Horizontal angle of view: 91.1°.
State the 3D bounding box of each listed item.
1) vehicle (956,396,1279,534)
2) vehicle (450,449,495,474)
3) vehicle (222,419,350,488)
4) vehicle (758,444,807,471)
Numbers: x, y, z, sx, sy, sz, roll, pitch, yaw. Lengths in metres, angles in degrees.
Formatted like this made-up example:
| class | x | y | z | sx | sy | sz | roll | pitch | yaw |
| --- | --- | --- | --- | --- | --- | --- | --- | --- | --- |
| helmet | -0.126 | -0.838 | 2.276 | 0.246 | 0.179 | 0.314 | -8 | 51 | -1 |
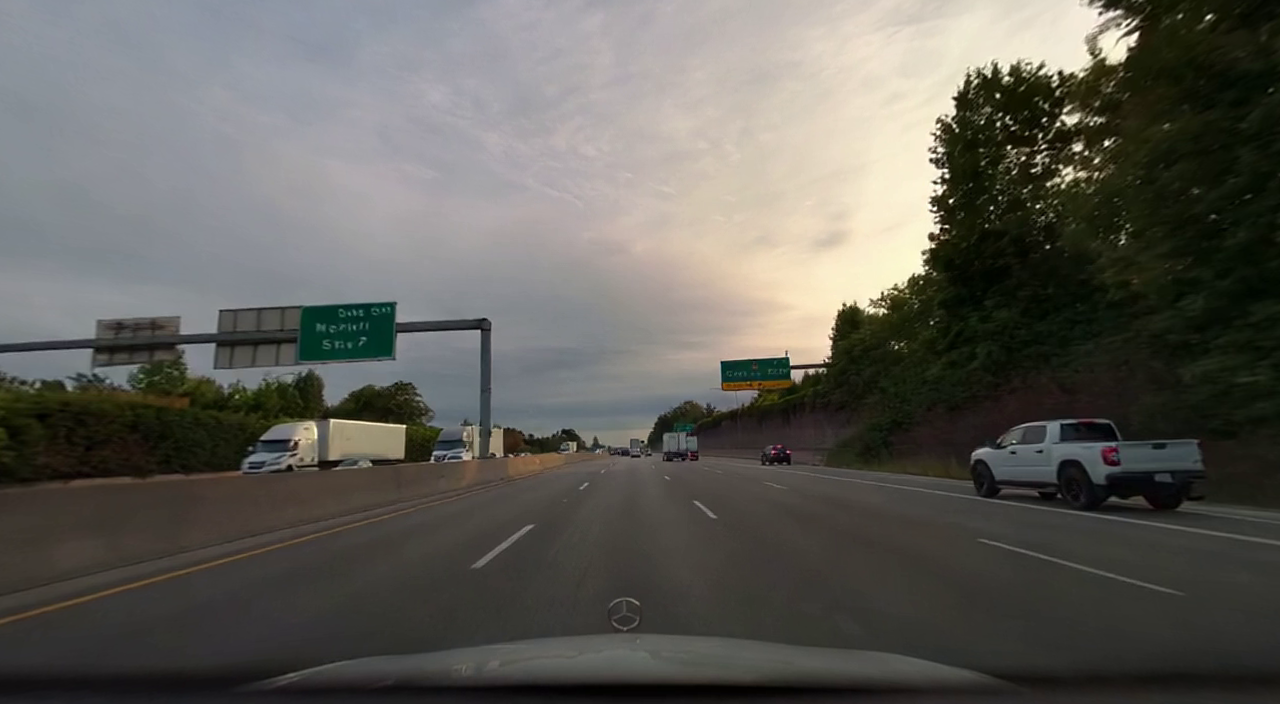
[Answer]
| class | x | y | z | sx | sy | sz | roll | pitch | yaw |
| --- | --- | --- | --- | --- | --- | --- | --- | --- | --- |
| vehicle | 8.764 | 2.135 | 12.351 | 2.184 | 2.052 | 5.650 | -1 | -9 | 0 |
| vehicle | -12.774 | 8.358 | 48.233 | 2.018 | 1.849 | 4.922 | 0 | -9 | 0 |
| vehicle | -23.254 | 6.766 | 42.216 | 3.189 | 4.074 | 9.572 | 0 | -9 | -2 |
| vehicle | 9.161 | 6.833 | 40.810 | 1.950 | 1.632 | 4.845 | 0 | -9 | -1 |
